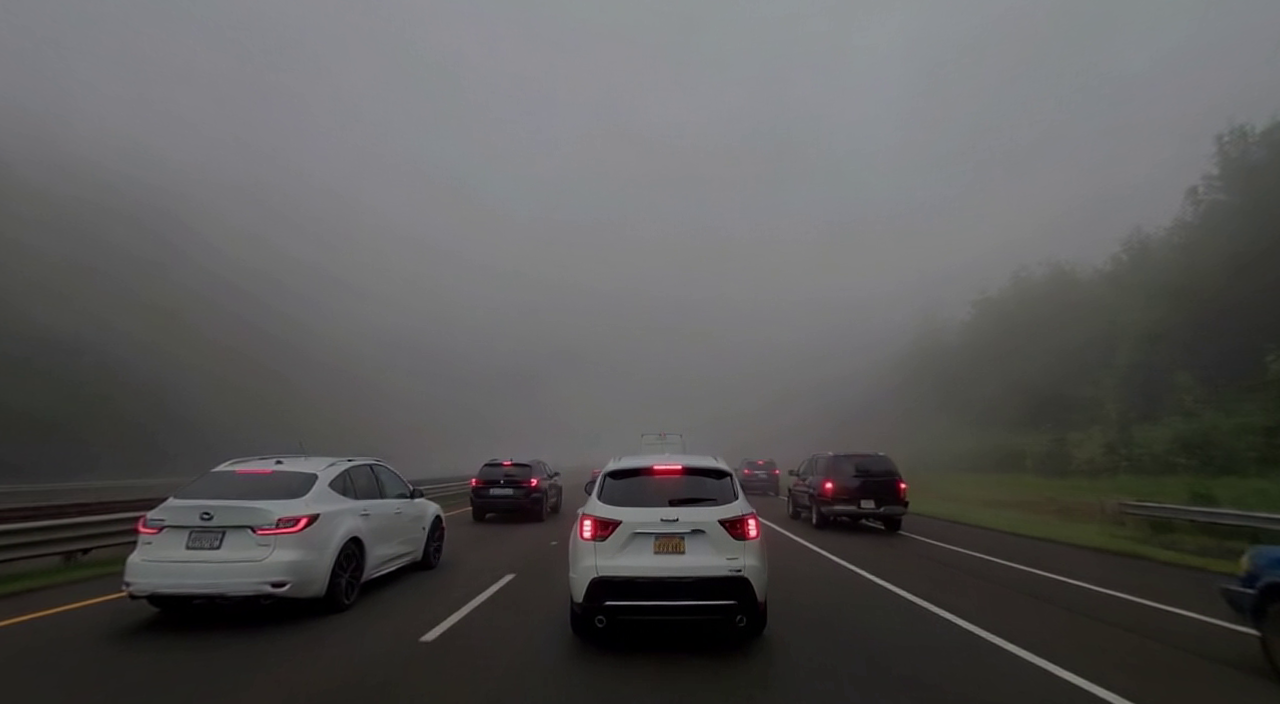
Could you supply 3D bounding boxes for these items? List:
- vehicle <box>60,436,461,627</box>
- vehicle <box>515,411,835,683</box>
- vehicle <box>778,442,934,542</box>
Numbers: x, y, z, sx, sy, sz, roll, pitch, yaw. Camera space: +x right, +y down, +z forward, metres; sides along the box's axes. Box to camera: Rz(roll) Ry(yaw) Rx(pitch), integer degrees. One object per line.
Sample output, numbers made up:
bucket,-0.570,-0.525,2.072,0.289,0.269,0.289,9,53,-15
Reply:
vehicle,-3.827,1.909,7.514,1.994,1.556,4.263,0,-11,2
vehicle,0.246,1.642,6.229,2.057,1.725,4.126,1,-11,0
vehicle,4.644,3.109,14.354,1.984,1.876,4.287,1,-11,0
